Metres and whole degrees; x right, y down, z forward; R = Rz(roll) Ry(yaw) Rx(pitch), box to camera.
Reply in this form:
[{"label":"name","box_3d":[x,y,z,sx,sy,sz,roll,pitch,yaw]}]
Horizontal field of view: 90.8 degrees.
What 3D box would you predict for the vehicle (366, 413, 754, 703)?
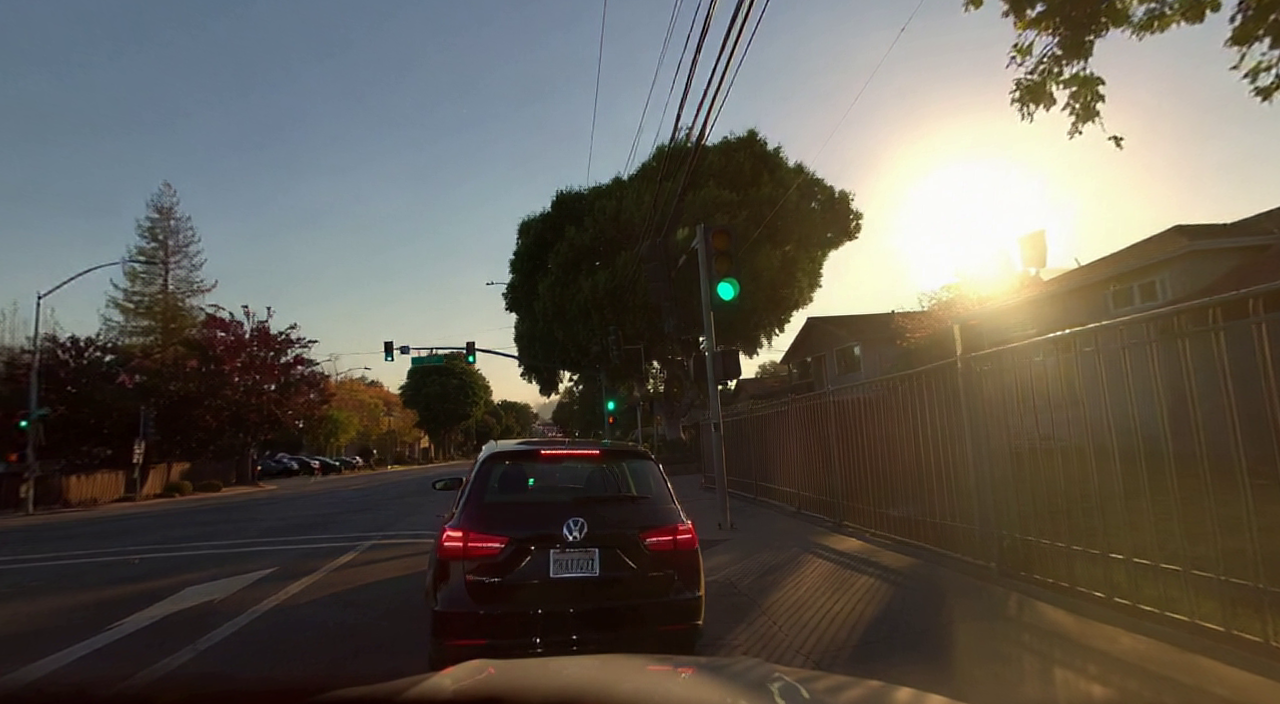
[{"label":"vehicle","box_3d":[-0.668,1.359,5.232,2.024,1.502,3.702,1,-9,-9]}]
